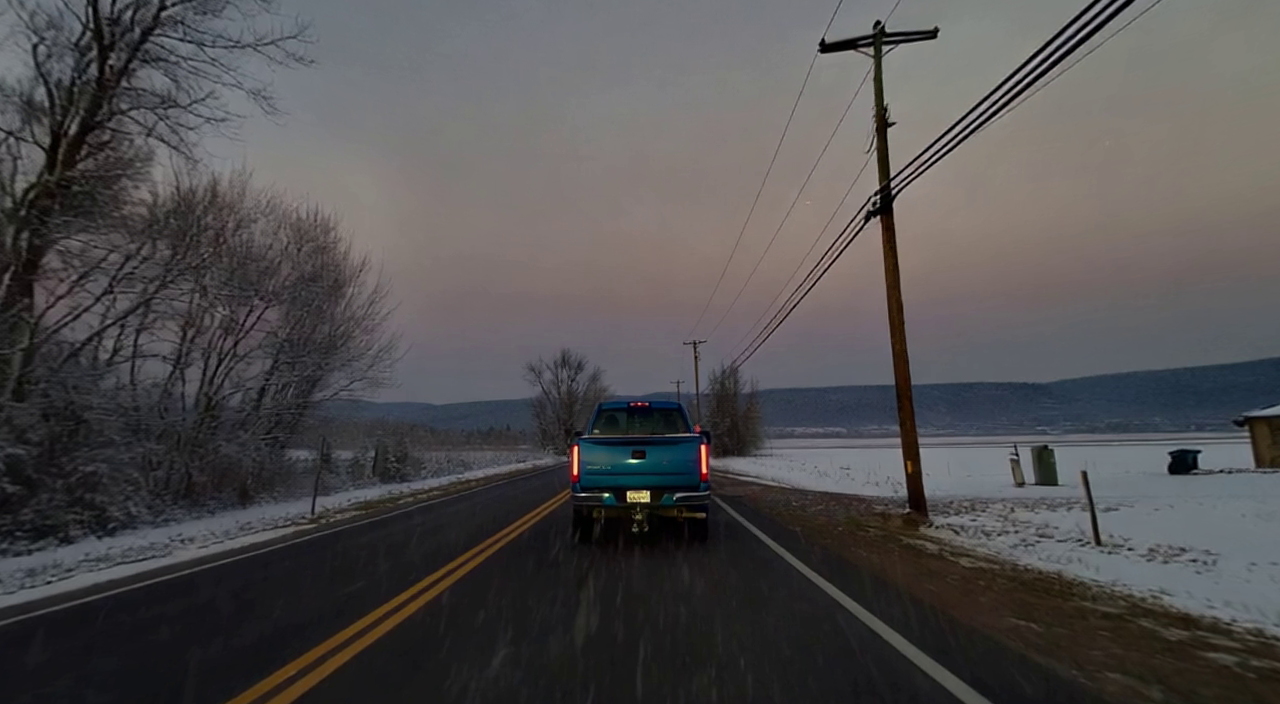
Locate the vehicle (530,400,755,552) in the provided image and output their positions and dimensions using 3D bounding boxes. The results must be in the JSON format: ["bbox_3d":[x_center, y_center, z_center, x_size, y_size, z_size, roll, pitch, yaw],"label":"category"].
[{"bbox_3d":[-0.013,1.967,10.833,2.774,1.861,5.885,0,-8,-1],"label":"vehicle"}]
